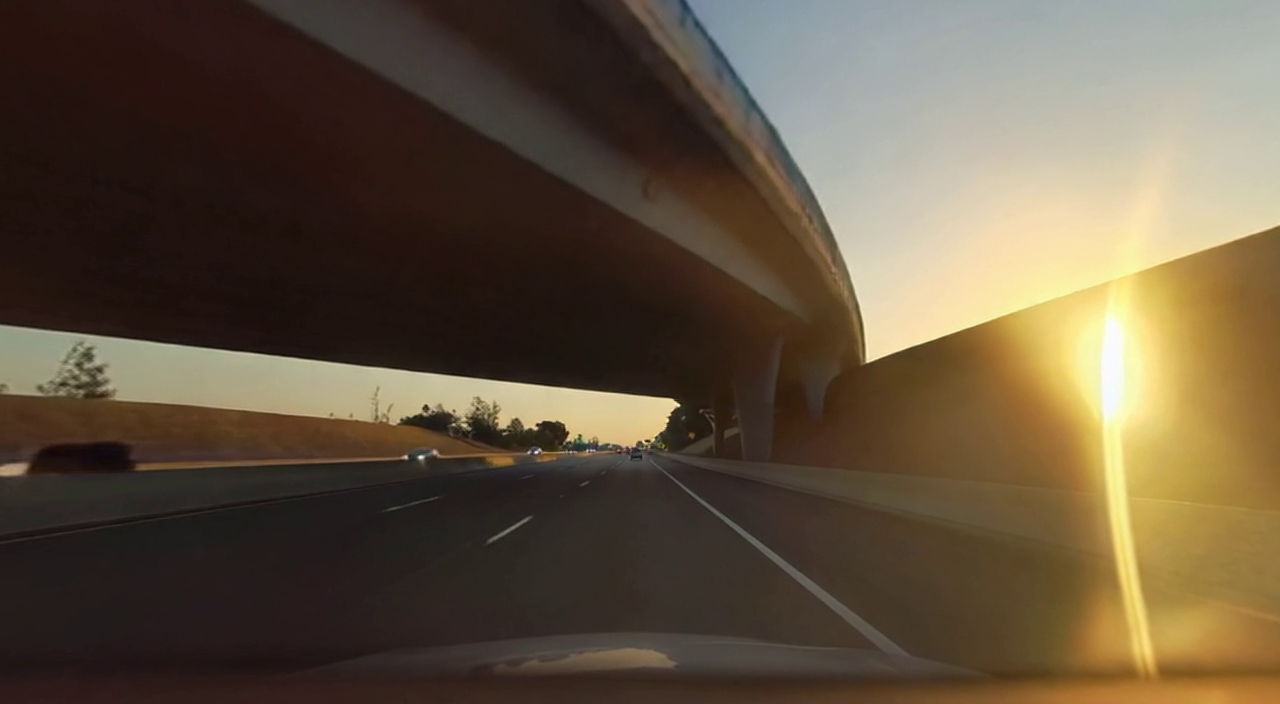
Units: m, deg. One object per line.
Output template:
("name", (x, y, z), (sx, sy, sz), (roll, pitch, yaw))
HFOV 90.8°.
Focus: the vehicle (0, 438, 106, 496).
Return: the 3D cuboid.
("vehicle", (-19.875, 3.594, 19.870), (1.812, 1.678, 4.844), (0, -9, 0))
